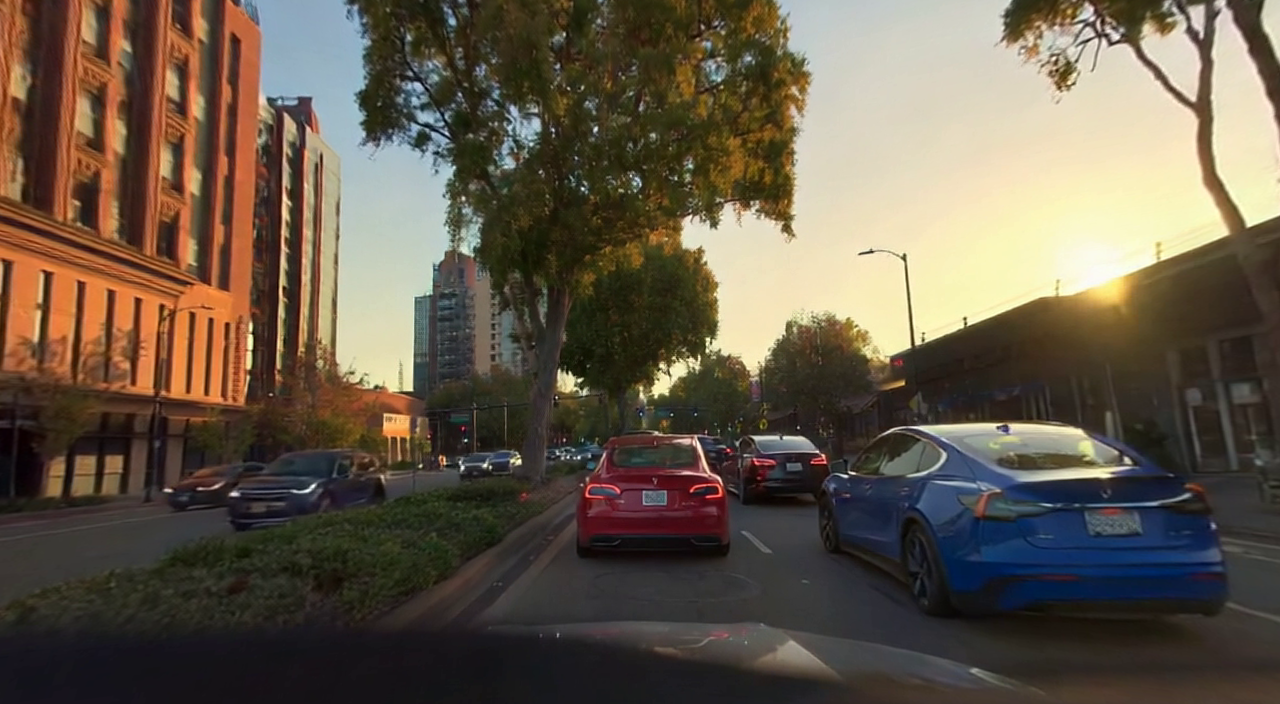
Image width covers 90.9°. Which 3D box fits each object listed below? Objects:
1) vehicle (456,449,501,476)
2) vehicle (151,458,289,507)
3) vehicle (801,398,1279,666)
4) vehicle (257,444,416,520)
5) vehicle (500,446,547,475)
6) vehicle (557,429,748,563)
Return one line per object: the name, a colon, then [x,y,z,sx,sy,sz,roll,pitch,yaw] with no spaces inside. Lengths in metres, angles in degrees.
vehicle: [-10.423,7.149,40.944,1.690,1.628,4.281,0,-8,1]
vehicle: [-14.912,4.630,22.717,1.999,1.462,4.200,0,-8,1]
vehicle: [3.215,1.447,6.226,2.038,1.651,4.455,0,-8,0]
vehicle: [-7.591,3.236,16.351,1.968,1.682,4.213,0,-8,1]
vehicle: [-7.421,6.962,40.730,2.036,1.705,4.520,0,-8,2]
vehicle: [0.148,1.915,9.116,2.137,1.488,3.938,0,-8,0]
